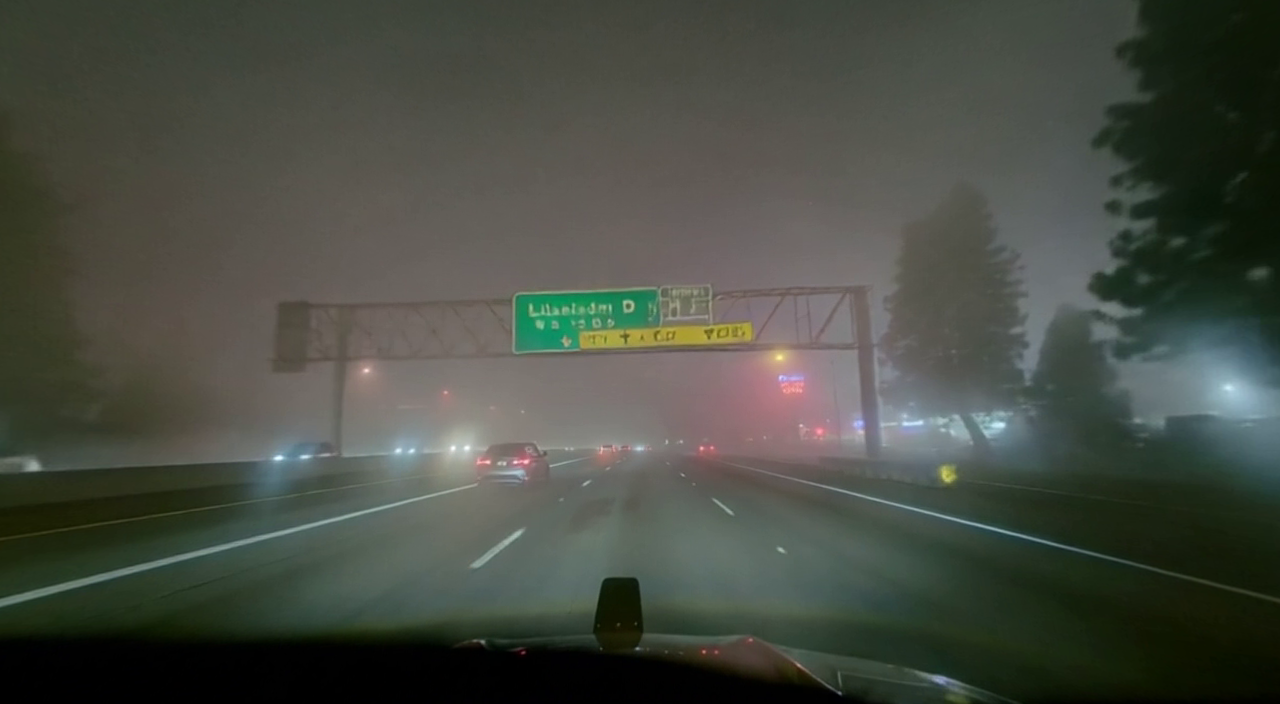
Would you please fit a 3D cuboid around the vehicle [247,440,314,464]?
[{"bbox_3d":[-22.731,6.320,40.140,1.762,1.400,4.240,0,-8,0],"label":"vehicle"}]

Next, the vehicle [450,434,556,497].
[{"bbox_3d":[-3.649,3.097,17.642,1.939,1.508,4.272,0,-8,1],"label":"vehicle"}]
